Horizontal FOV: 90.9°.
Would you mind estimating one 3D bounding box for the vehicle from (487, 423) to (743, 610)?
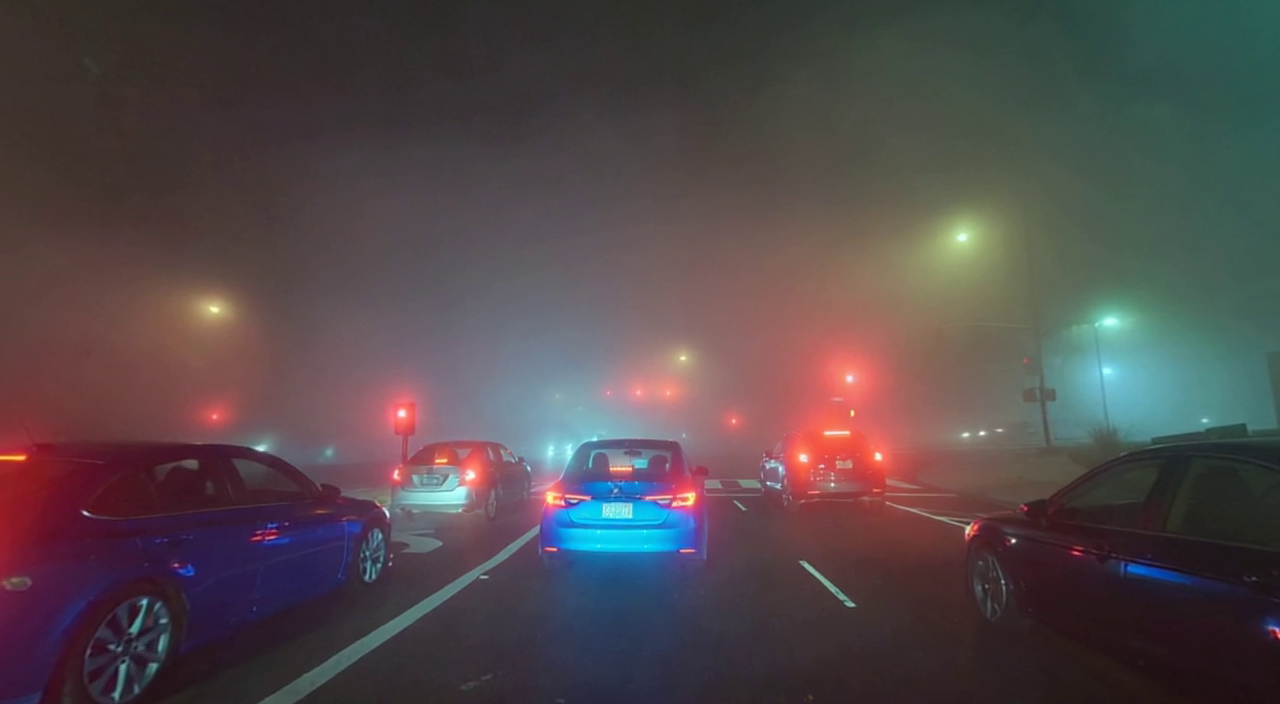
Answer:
[{"bbox_3d":[-0.188,1.623,7.132,2.059,1.477,3.988,0,-8,0],"label":"vehicle"}]

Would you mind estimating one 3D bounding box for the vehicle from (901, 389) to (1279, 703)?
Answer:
[{"bbox_3d":[3.423,1.080,3.634,1.981,1.499,4.536,0,-8,2],"label":"vehicle"}]

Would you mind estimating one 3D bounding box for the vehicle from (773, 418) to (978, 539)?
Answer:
[{"bbox_3d":[3.757,2.096,11.012,2.007,1.683,4.171,0,-8,1],"label":"vehicle"}]

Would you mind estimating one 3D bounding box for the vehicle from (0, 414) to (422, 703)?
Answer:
[{"bbox_3d":[-3.411,1.300,4.711,1.980,1.454,4.226,0,-8,1],"label":"vehicle"}]
